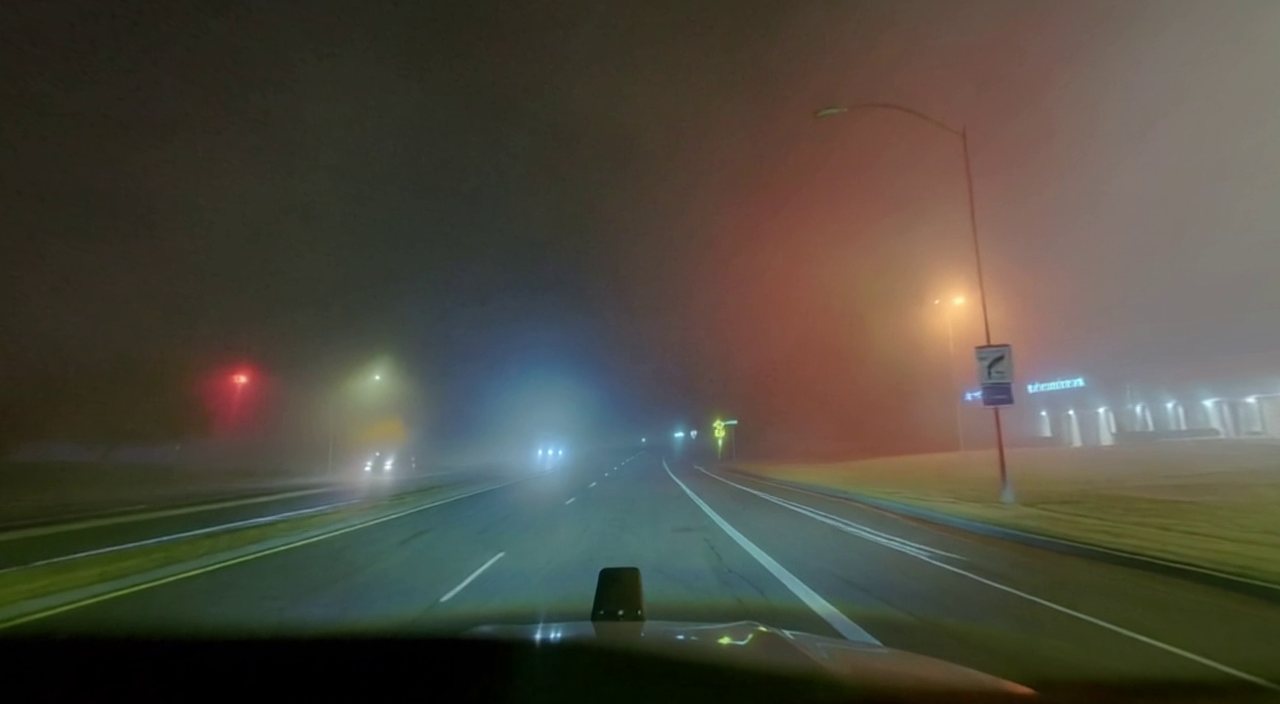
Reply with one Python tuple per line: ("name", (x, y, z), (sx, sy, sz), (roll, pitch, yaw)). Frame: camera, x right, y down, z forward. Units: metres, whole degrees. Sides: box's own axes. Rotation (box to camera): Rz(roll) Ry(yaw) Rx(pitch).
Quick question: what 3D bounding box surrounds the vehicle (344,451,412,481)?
("vehicle", (-15.085, 6.569, 36.645), (1.819, 1.552, 4.361), (-1, -8, 4))
